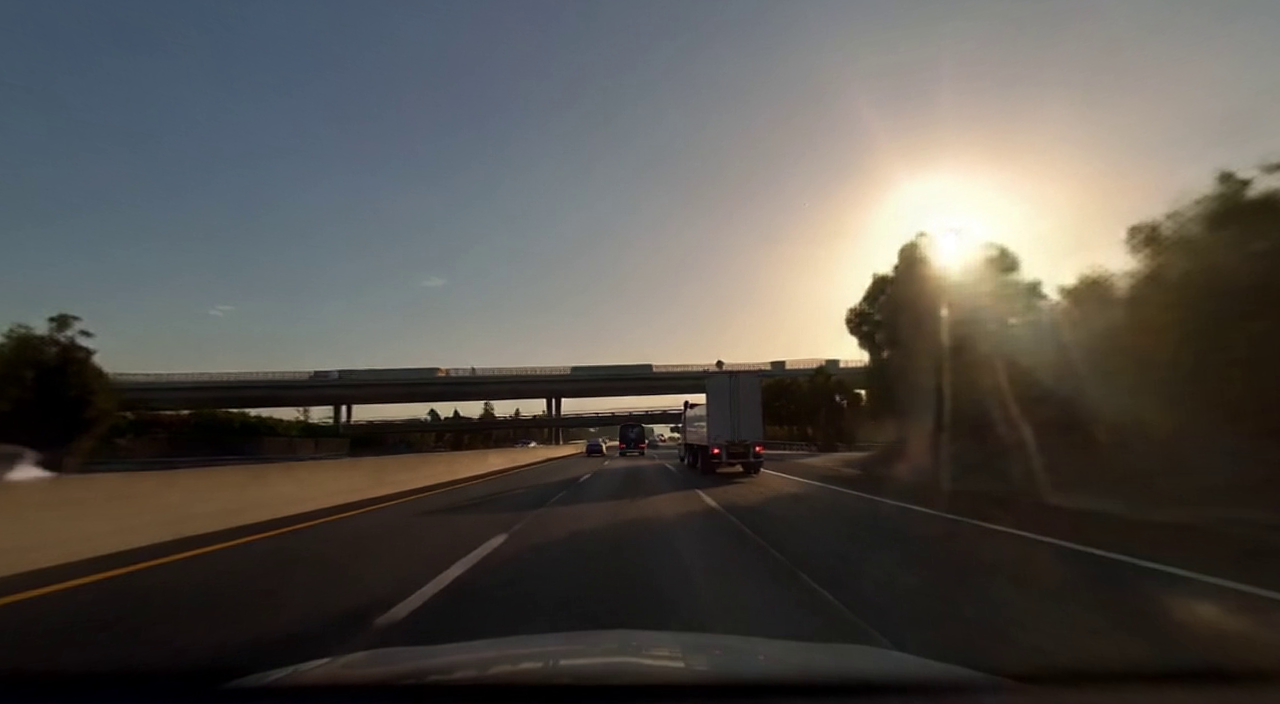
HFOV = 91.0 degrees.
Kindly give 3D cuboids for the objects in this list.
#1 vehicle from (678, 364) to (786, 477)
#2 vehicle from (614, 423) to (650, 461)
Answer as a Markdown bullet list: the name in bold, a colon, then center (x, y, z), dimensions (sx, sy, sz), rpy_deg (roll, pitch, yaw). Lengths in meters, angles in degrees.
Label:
- **vehicle**: center (3.608, 3.229, 27.992), dimensions (2.997, 3.983, 10.860), rpy_deg (1, -8, -1)
- **vehicle**: center (-0.586, 6.658, 46.658), dimensions (2.481, 2.618, 6.314), rpy_deg (0, -8, -1)
